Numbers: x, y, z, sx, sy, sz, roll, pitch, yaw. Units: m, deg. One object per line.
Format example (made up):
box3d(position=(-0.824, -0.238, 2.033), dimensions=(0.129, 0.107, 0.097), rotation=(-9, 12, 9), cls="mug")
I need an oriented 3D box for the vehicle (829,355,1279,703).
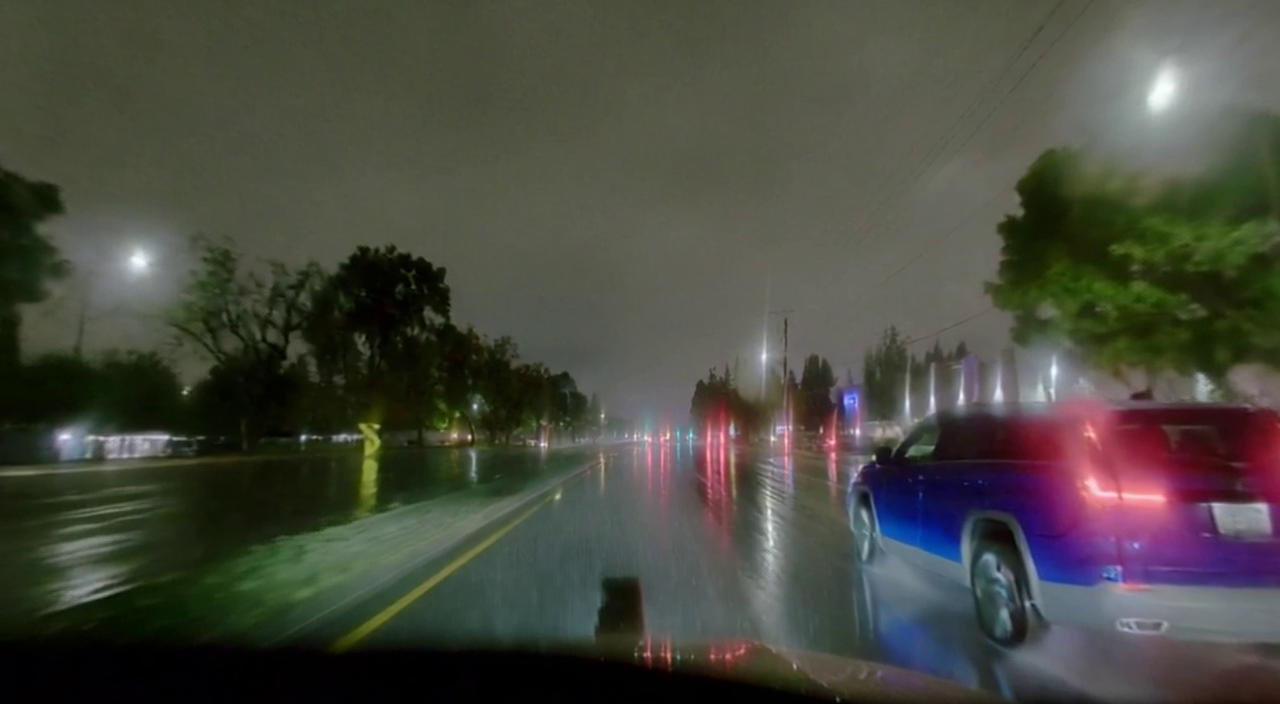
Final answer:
box3d(position=(3.156, 1.146, 4.860), dimensions=(2.060, 1.665, 4.284), rotation=(0, -8, 0), cls="vehicle")
